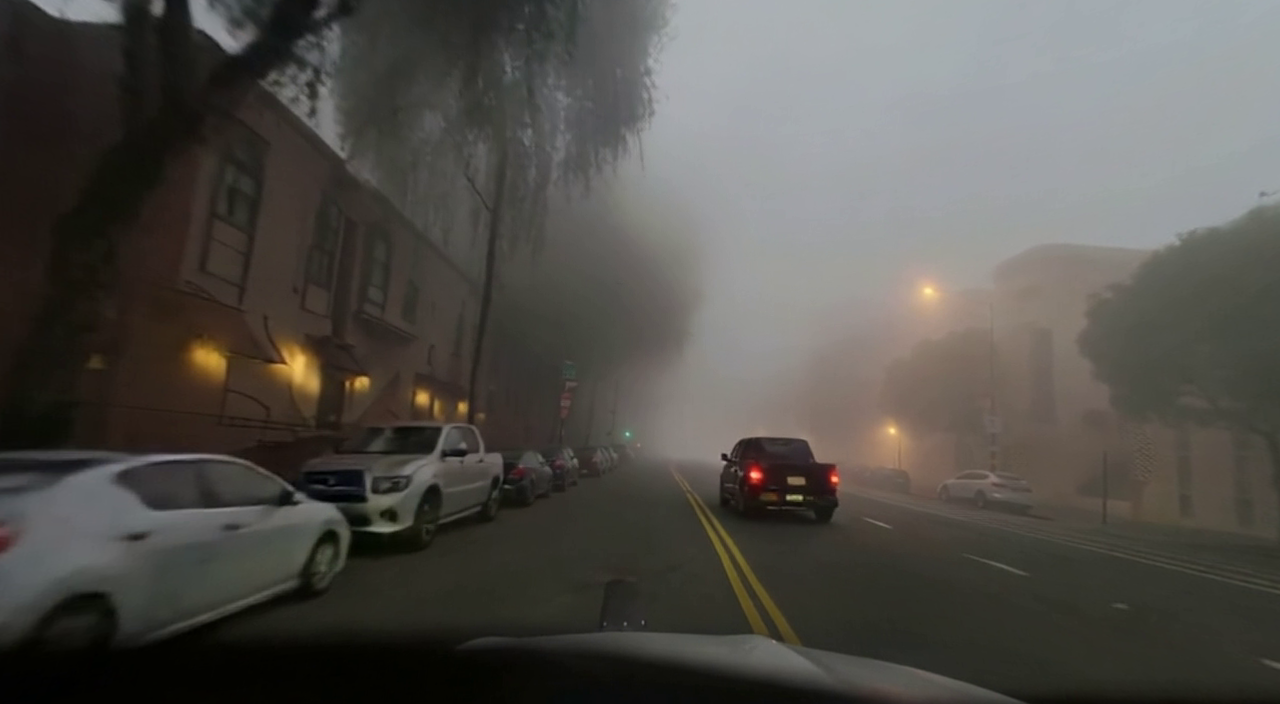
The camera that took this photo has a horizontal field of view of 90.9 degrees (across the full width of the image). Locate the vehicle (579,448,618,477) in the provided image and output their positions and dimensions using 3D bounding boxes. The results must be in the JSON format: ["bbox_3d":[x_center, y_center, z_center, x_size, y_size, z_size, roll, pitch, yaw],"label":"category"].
[{"bbox_3d":[-2.231,6.115,35.218,1.842,1.497,4.238,0,-9,1],"label":"vehicle"}]

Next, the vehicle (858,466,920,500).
[{"bbox_3d":[14.730,7.735,37.474,1.866,1.554,4.393,4,-8,-1],"label":"vehicle"}]

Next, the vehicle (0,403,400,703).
[{"bbox_3d":[-3.621,1.219,4.312,1.910,1.497,4.611,0,-9,3],"label":"vehicle"}]

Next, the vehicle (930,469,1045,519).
[{"bbox_3d":[14.193,5.798,26.140,2.189,1.753,4.376,3,-11,-1],"label":"vehicle"}]

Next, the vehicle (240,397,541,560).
[{"bbox_3d":[-3.280,1.833,9.875,2.171,1.816,5.274,-1,-9,5],"label":"vehicle"}]

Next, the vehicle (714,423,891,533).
[{"bbox_3d":[3.179,2.663,14.041,2.411,1.899,5.993,0,-9,1],"label":"vehicle"}]
